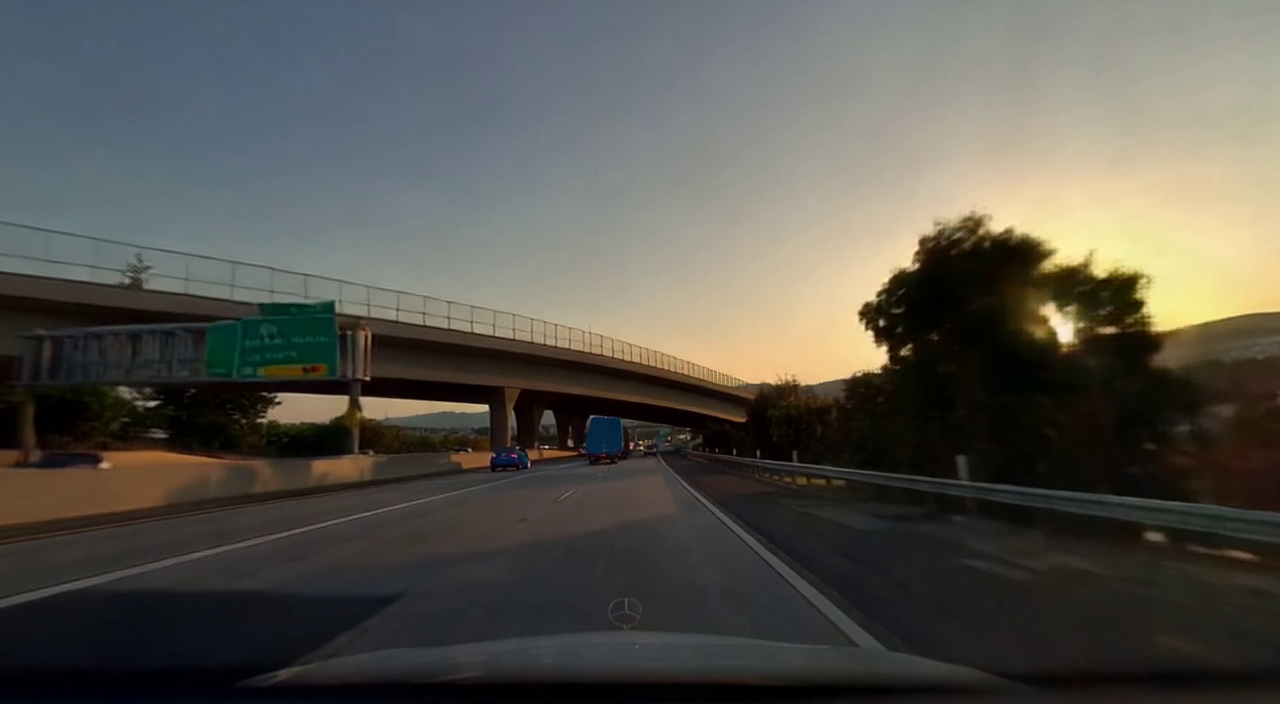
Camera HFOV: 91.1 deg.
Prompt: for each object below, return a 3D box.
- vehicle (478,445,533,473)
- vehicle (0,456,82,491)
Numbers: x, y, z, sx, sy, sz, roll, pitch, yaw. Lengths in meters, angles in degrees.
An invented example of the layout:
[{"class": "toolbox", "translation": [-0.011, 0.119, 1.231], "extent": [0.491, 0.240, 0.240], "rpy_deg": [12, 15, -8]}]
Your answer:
[{"class": "vehicle", "translation": [-7.431, 5.936, 35.075], "extent": [1.901, 1.467, 4.629], "rpy_deg": [0, -8, 2]}, {"class": "vehicle", "translation": [-29.176, 5.673, 29.509], "extent": [1.792, 1.433, 4.360], "rpy_deg": [0, -8, 1]}]
